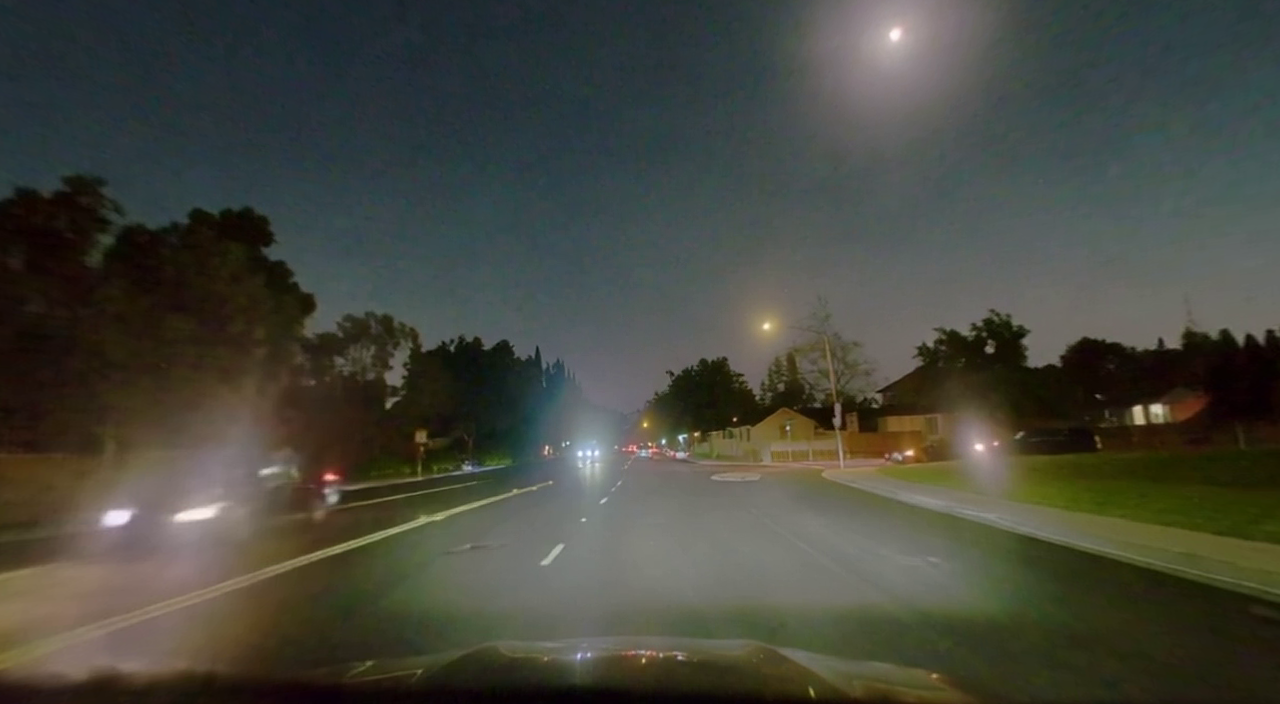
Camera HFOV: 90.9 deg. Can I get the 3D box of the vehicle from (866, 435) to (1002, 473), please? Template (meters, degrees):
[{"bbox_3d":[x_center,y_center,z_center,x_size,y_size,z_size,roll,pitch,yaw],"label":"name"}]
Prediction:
[{"bbox_3d":[13.429,4.679,29.063,5.177,1.468,2.090,-3,-7,3],"label":"vehicle"}]

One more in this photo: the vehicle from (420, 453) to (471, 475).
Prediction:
[{"bbox_3d":[-14.049,8.100,45.677,2.557,1.485,2.907,-2,-9,5],"label":"vehicle"}]

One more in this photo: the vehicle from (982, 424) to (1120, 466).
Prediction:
[{"bbox_3d":[18.910,4.318,29.146,4.821,1.832,2.196,1,-9,-1],"label":"vehicle"}]

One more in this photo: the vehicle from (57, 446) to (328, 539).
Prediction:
[{"bbox_3d":[-8.670,2.710,12.966,1.961,1.518,4.846,0,-9,1],"label":"vehicle"}]
